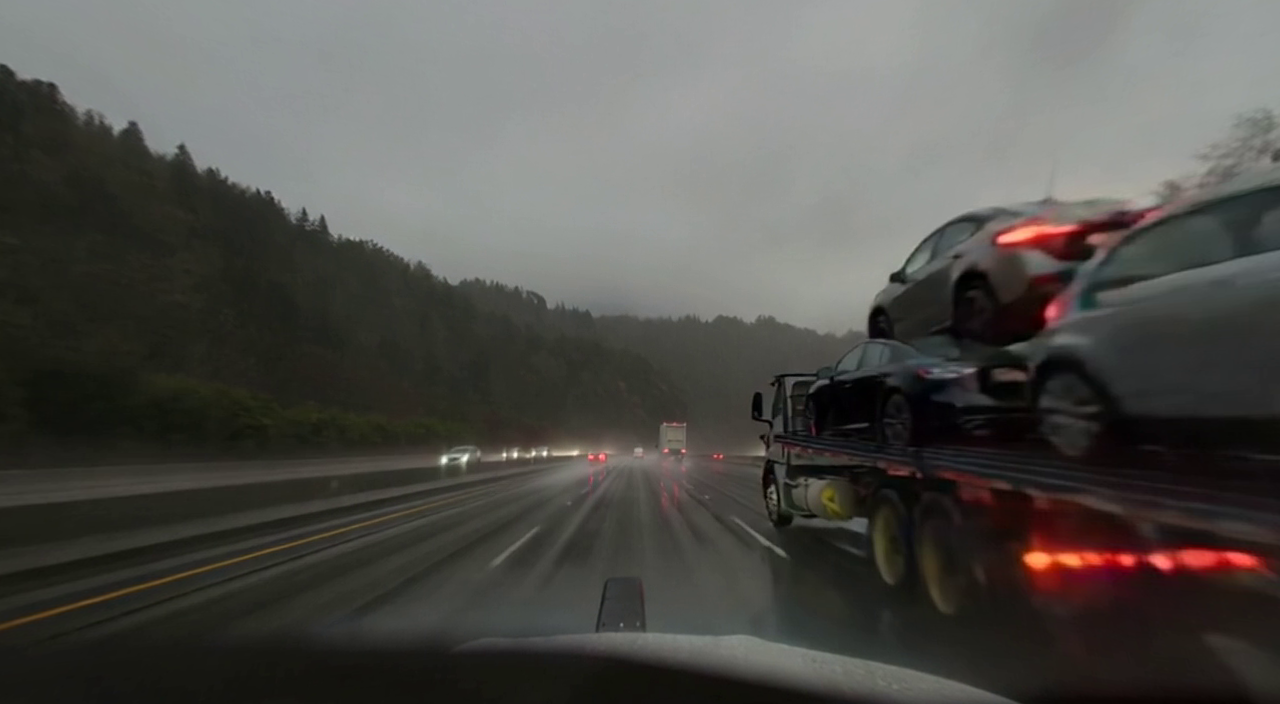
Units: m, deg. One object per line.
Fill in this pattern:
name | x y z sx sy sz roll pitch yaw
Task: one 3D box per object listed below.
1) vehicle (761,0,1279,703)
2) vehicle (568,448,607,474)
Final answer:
vehicle | 3.724 0.384 6.364 3.046 3.762 9.803 0 -9 0
vehicle | -3.317 6.974 40.614 2.091 1.522 4.301 0 -9 0
